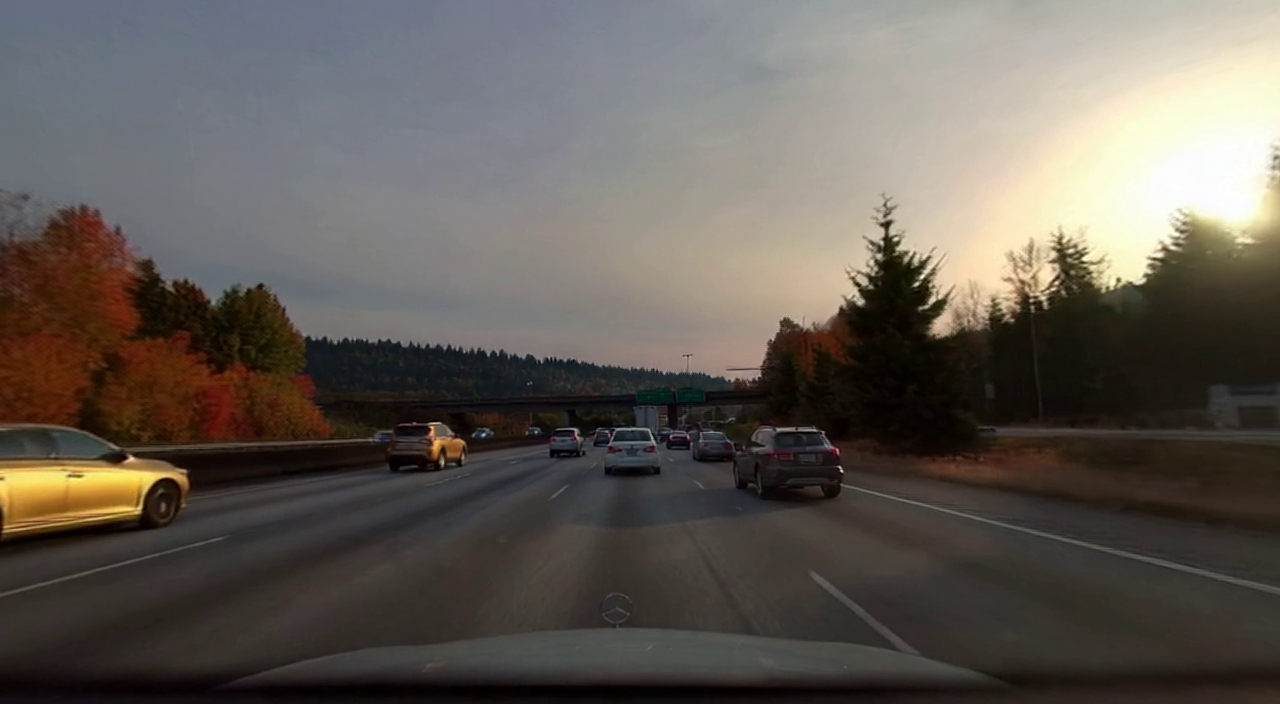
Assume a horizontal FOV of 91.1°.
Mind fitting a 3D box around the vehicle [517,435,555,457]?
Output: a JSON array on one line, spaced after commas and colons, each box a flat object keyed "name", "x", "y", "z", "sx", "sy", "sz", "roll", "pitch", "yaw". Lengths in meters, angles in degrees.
[{"name": "vehicle", "x": -7.042, "y": 6.382, "z": 42.966, "sx": 1.896, "sy": 1.429, "sz": 4.348, "roll": 0, "pitch": -8, "yaw": 0}]

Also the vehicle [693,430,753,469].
[{"name": "vehicle", "x": 3.487, "y": 4.196, "z": 27.358, "sx": 1.972, "sy": 1.516, "sz": 4.514, "roll": 0, "pitch": -8, "yaw": 0}]

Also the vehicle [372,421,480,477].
[{"name": "vehicle", "x": -7.473, "y": 3.424, "z": 22.542, "sx": 2.117, "sy": 1.779, "sz": 4.745, "roll": 0, "pitch": -8, "yaw": 1}]

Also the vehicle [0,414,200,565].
[{"name": "vehicle", "x": -7.470, "y": 1.511, "z": 7.212, "sx": 1.934, "sy": 1.526, "sz": 3.966, "roll": 0, "pitch": -8, "yaw": 0}]

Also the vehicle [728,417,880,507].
[{"name": "vehicle", "x": 3.348, "y": 2.326, "z": 13.831, "sx": 2.095, "sy": 1.650, "sz": 4.331, "roll": 0, "pitch": -8, "yaw": -1}]

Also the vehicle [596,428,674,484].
[{"name": "vehicle", "x": -0.143, "y": 3.119, "z": 19.272, "sx": 2.111, "sy": 1.494, "sz": 4.364, "roll": 0, "pitch": -8, "yaw": 0}]

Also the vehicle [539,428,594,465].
[{"name": "vehicle", "x": -3.537, "y": 4.626, "z": 30.992, "sx": 2.064, "sy": 1.672, "sz": 4.277, "roll": 0, "pitch": -8, "yaw": 1}]
